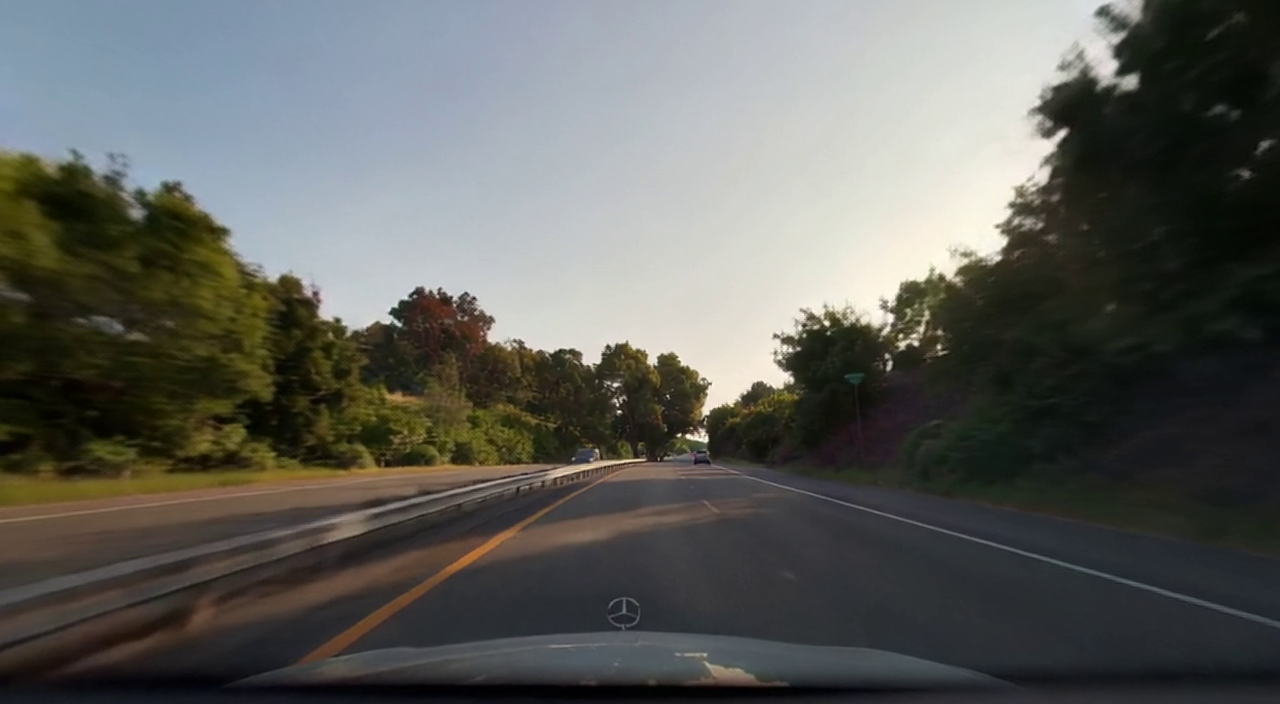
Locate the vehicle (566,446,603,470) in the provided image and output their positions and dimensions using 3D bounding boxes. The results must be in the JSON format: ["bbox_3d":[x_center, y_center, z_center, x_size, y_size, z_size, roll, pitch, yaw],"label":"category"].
[{"bbox_3d":[-4.326,8.315,49.928,2.220,1.780,4.870,-1,-9,3],"label":"vehicle"}]
